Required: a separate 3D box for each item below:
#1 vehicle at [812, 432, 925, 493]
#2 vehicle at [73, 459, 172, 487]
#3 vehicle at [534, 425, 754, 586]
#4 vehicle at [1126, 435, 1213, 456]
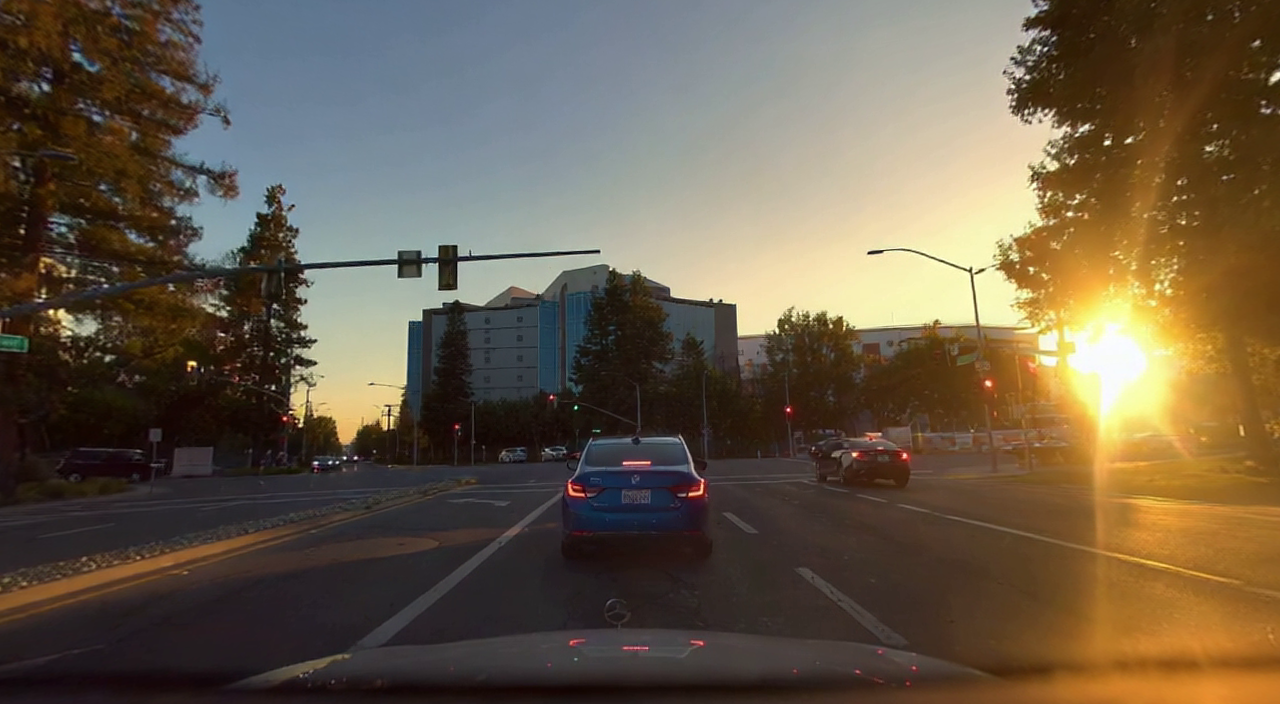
[{"bbox_3d":[7.053,3.440,20.065,2.039,1.692,4.319,0,-8,1],"label":"vehicle"},{"bbox_3d":[-32.392,7.553,39.633,4.401,1.625,1.863,0,-8,-4],"label":"vehicle"},{"bbox_3d":[-0.021,1.763,8.140,2.070,1.488,4.206,0,-8,-2],"label":"vehicle"},{"bbox_3d":[37.513,6.635,44.832,4.563,1.454,2.056,1,-9,-7],"label":"vehicle"}]
